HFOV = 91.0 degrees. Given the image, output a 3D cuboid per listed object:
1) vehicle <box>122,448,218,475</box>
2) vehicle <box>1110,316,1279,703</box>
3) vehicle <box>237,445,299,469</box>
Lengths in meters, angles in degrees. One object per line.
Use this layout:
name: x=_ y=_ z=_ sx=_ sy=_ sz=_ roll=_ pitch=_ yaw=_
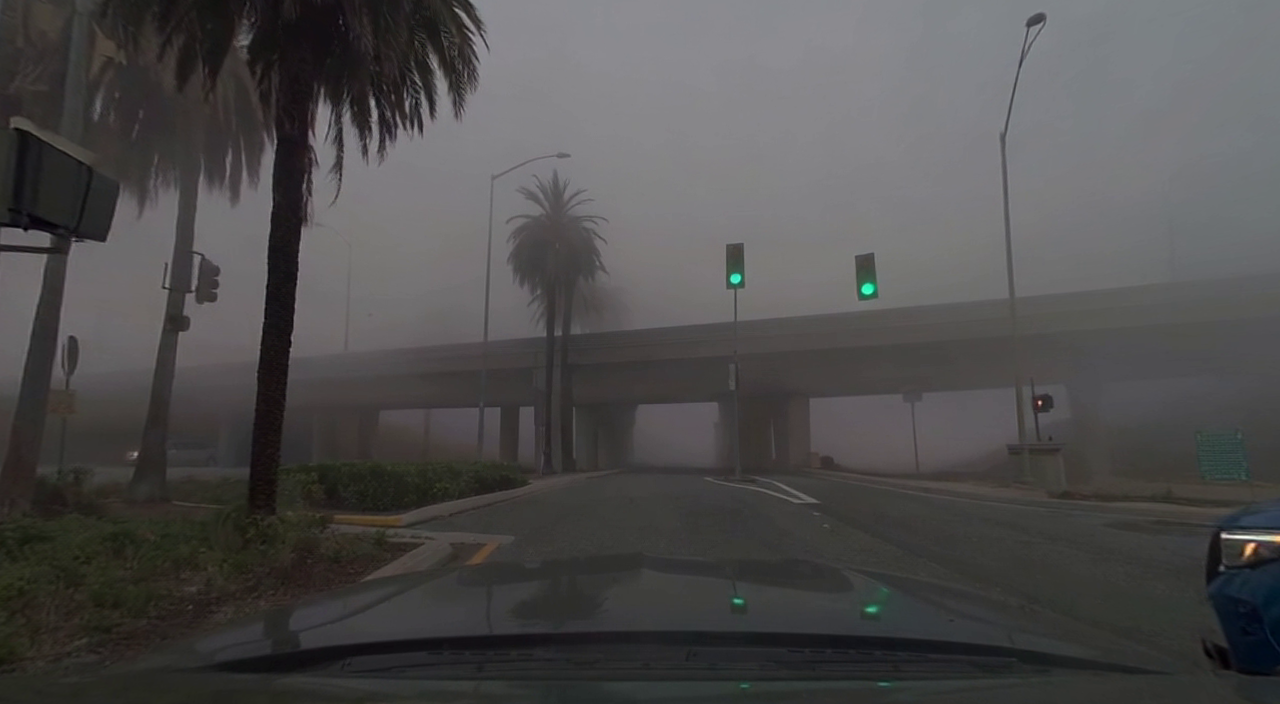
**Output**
vehicle: x=-26.553 y=6.169 z=35.758 sx=1.830 sy=1.443 sz=4.551 roll=0 pitch=-9 yaw=2
vehicle: x=3.452 y=0.515 z=0.797 sx=2.028 sy=1.770 sz=4.737 roll=0 pitch=-9 yaw=0
vehicle: x=-26.260 y=7.418 z=44.563 sx=1.941 sy=1.631 sz=4.017 roll=0 pitch=-9 yaw=0
